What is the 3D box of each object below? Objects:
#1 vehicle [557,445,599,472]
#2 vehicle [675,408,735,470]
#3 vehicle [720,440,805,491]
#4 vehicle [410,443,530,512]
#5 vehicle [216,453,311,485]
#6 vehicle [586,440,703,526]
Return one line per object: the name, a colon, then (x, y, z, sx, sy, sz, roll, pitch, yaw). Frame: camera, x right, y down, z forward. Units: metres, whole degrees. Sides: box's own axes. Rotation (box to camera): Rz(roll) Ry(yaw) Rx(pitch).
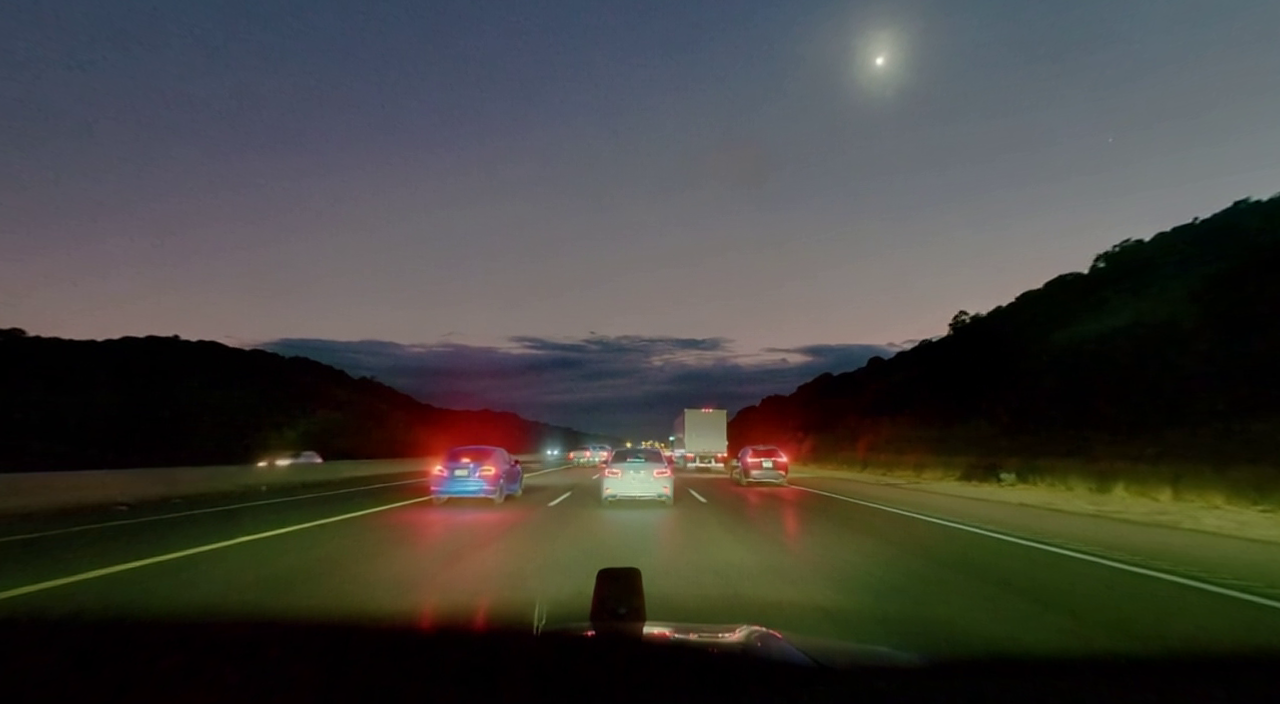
vehicle: (-4.036, 7.012, 41.801, 2.211, 1.669, 4.224, 0, -9, 1)
vehicle: (4.701, 6.967, 49.441, 3.194, 4.038, 16.301, 0, -9, 1)
vehicle: (4.148, 3.934, 22.142, 2.029, 1.579, 4.484, 0, -9, -1)
vehicle: (-4.092, 3.075, 15.870, 1.848, 1.486, 3.832, 0, -9, 1)
vehicle: (-18.905, 5.869, 31.980, 1.871, 1.464, 4.572, -1, -9, 2)
vehicle: (0.086, 2.591, 12.932, 2.041, 1.484, 3.535, 0, -9, 0)
